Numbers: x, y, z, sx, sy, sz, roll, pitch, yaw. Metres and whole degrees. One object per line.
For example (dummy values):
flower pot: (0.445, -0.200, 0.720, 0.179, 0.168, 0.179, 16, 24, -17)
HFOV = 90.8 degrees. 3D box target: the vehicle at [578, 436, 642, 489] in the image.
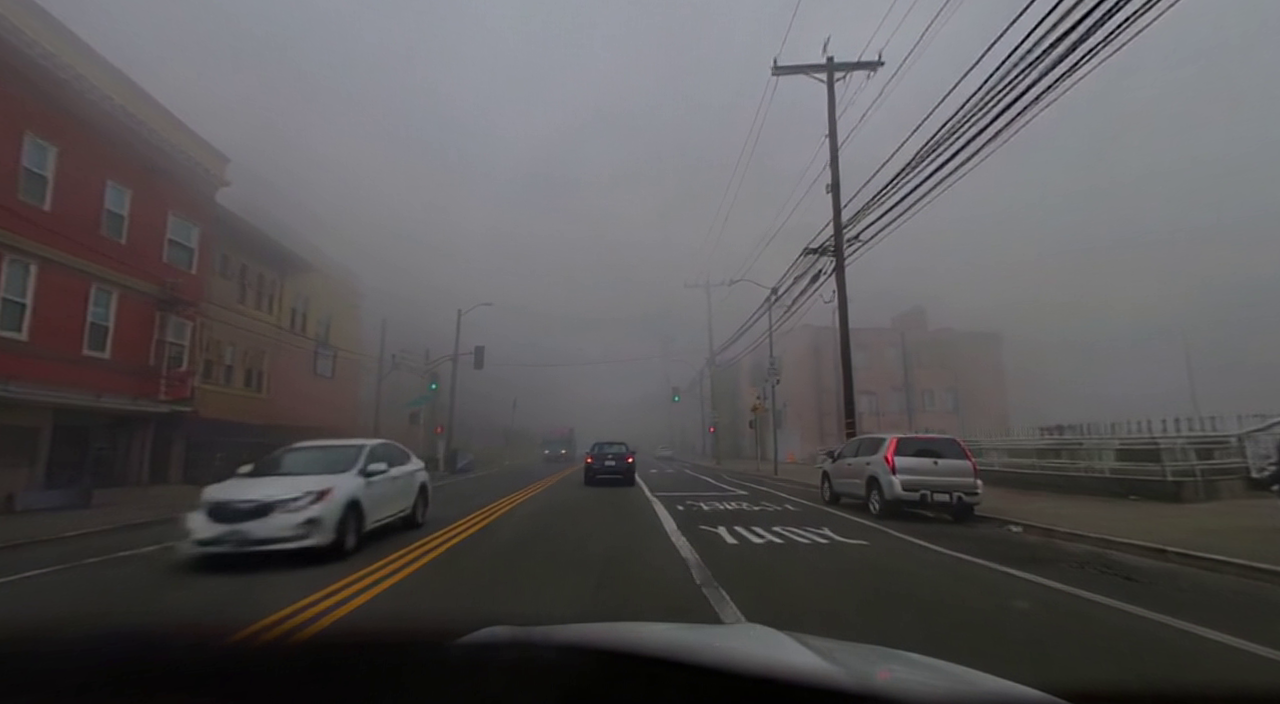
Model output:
vehicle: (-0.962, 3.710, 21.534, 1.980, 1.635, 3.795, 0, -8, -1)

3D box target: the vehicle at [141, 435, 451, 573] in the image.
vehicle: (-4.451, 2.002, 9.201, 2.181, 1.500, 4.319, 0, -8, -2)

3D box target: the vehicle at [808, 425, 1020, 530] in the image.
vehicle: (5.806, 2.731, 14.523, 2.197, 1.917, 5.637, 0, -9, -2)
